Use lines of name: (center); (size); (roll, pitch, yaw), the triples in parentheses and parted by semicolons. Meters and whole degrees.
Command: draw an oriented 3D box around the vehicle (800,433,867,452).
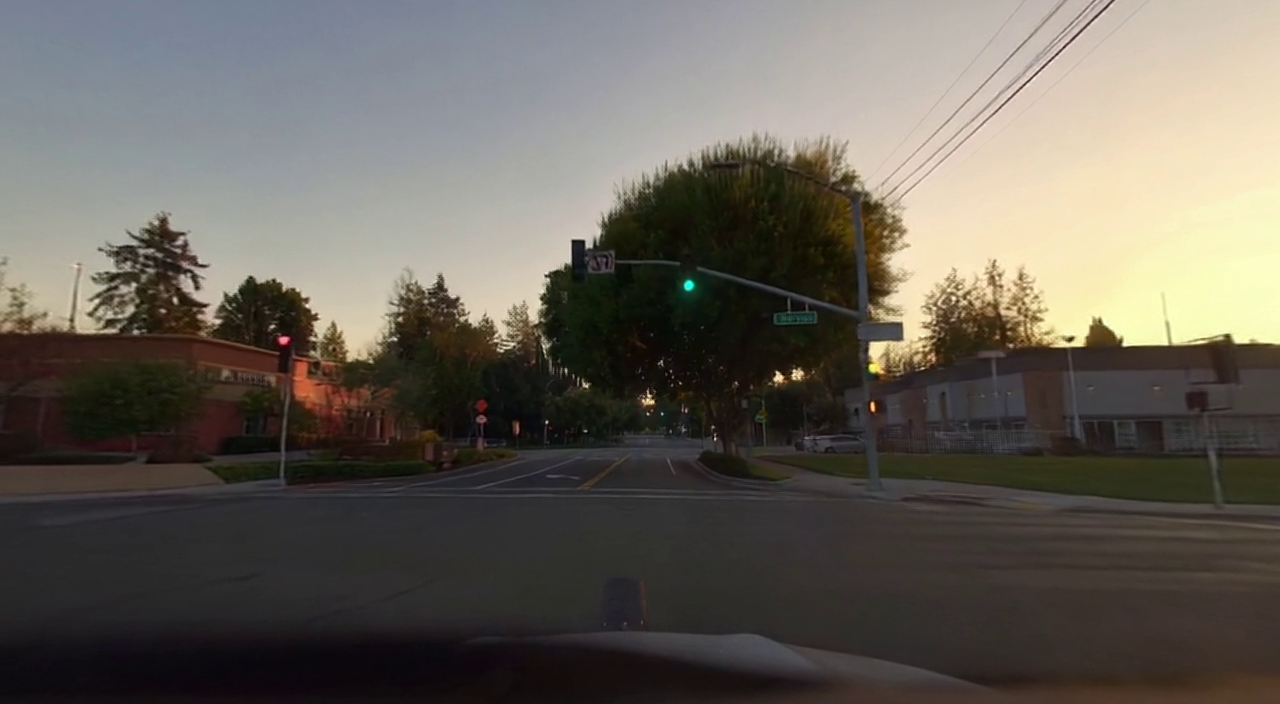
vehicle: (15.186, 7.116, 49.635); (4.693, 1.437, 1.799); (0, -8, 3)
